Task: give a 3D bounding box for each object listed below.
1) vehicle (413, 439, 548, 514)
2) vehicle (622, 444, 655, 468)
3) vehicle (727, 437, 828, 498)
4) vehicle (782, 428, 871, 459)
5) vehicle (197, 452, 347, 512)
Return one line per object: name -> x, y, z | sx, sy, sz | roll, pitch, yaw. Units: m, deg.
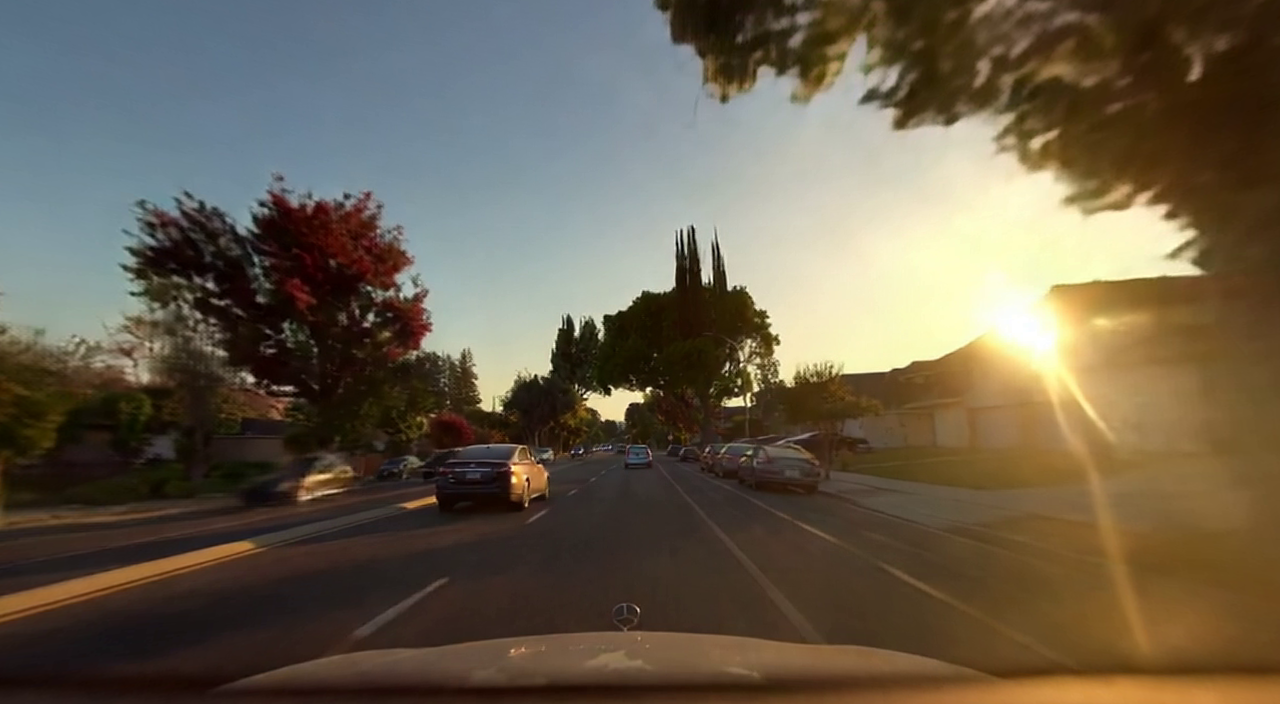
vehicle -> -3.524, 2.833, 14.923 | 2.027, 1.477, 4.413 | 0, -8, 0
vehicle -> -0.093, 6.912, 42.290 | 2.088, 1.495, 4.048 | 0, -8, 0
vehicle -> 4.223, 3.625, 20.362 | 2.045, 1.702, 4.916 | 0, -8, -1
vehicle -> 11.553, 5.738, 39.480 | 4.923, 1.878, 1.953 | 0, -8, 2
vehicle -> -10.590, 3.721, 18.618 | 1.872, 1.502, 4.185 | 0, -8, 0
